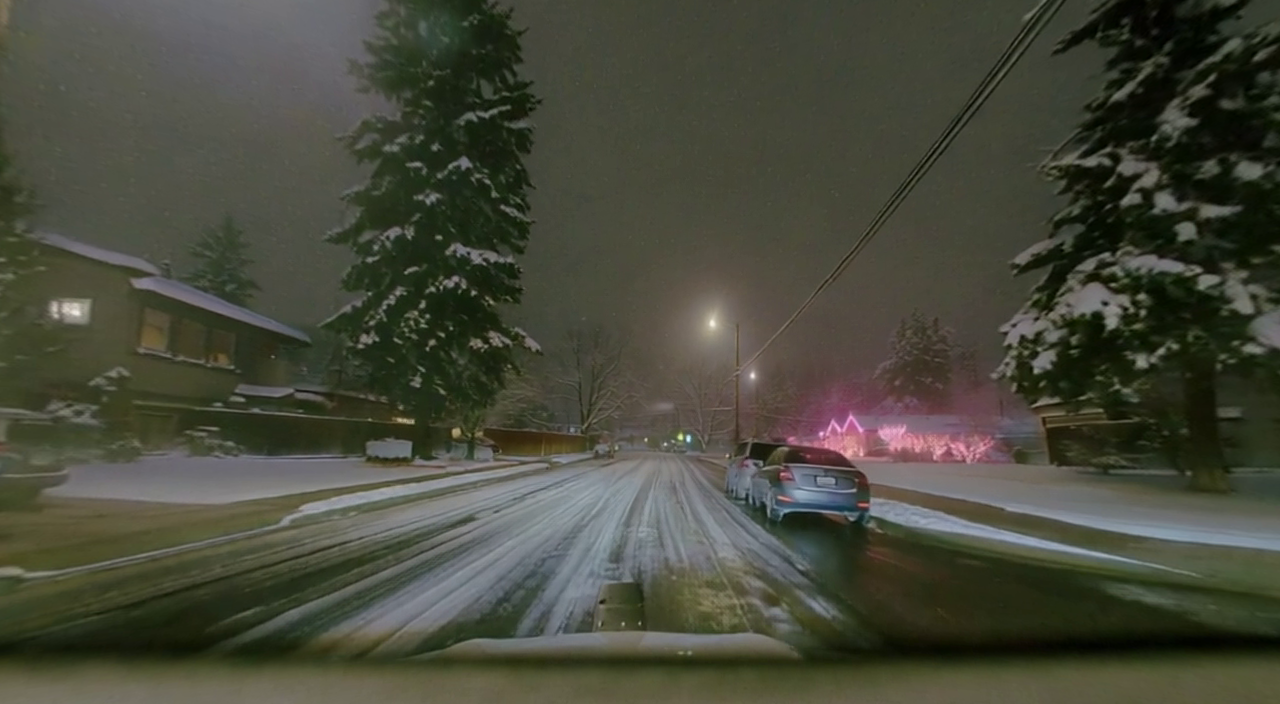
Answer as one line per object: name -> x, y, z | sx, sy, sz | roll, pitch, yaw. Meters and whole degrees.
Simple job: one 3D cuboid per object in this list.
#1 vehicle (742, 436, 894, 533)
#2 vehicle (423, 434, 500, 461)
vehicle -> 3.381, 2.580, 12.880 | 1.976, 1.552, 4.442 | 2, -8, 2
vehicle -> -12.814, 6.899, 45.358 | 4.928, 1.844, 2.163 | 0, -9, -1
